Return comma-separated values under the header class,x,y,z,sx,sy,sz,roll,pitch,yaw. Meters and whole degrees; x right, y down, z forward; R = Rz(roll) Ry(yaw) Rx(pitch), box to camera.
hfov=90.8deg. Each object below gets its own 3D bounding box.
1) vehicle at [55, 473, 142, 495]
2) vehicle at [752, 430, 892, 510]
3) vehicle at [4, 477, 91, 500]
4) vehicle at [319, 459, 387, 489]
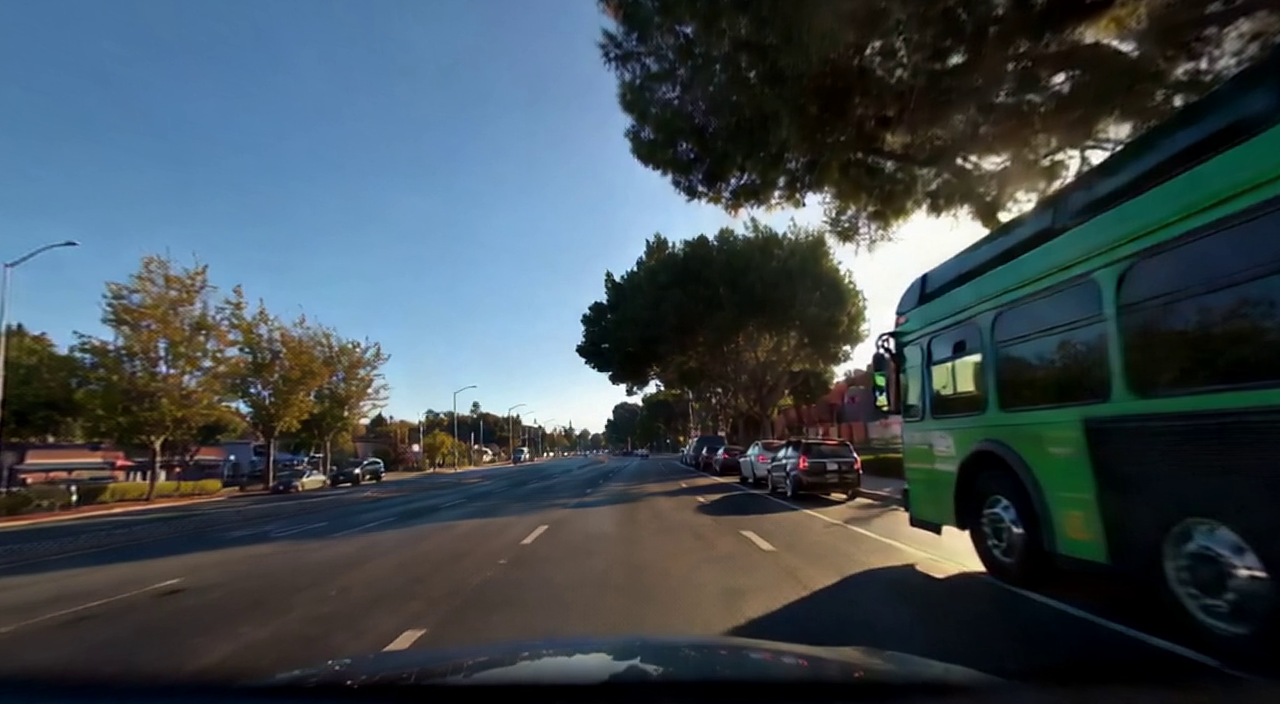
class,x,y,z,sx,sy,sz,roll,pitch,yaw
vehicle,-41.410,10.096,48.423,4.609,1.553,2.129,0,-9,-2
vehicle,4.438,2.953,16.328,2.094,1.731,4.763,0,-9,-1
vehicle,-42.201,9.722,45.016,4.357,1.435,1.816,0,-9,1
vehicle,-19.576,8.331,43.392,2.166,1.804,4.897,-1,-9,3
